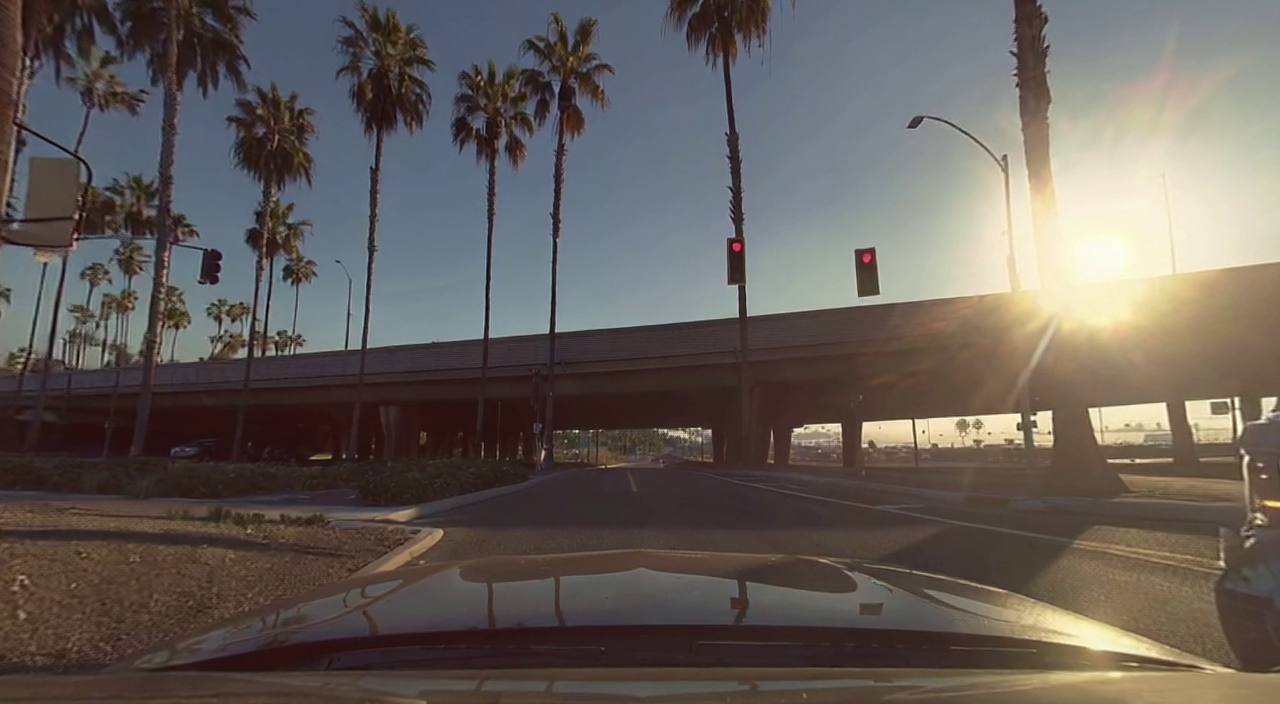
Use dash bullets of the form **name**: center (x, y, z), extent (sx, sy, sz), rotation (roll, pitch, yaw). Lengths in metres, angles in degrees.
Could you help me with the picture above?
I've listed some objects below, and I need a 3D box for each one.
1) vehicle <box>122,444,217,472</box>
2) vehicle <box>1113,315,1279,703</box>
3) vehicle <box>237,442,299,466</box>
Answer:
- **vehicle**: center (-26.573, 5.983, 35.768), extent (1.830, 1.443, 4.551), rotation (0, -9, 1)
- **vehicle**: center (3.445, 0.508, 0.774), extent (2.028, 1.770, 4.737), rotation (0, -9, 0)
- **vehicle**: center (-26.287, 7.193, 44.613), extent (1.941, 1.631, 4.017), rotation (0, -9, 0)
